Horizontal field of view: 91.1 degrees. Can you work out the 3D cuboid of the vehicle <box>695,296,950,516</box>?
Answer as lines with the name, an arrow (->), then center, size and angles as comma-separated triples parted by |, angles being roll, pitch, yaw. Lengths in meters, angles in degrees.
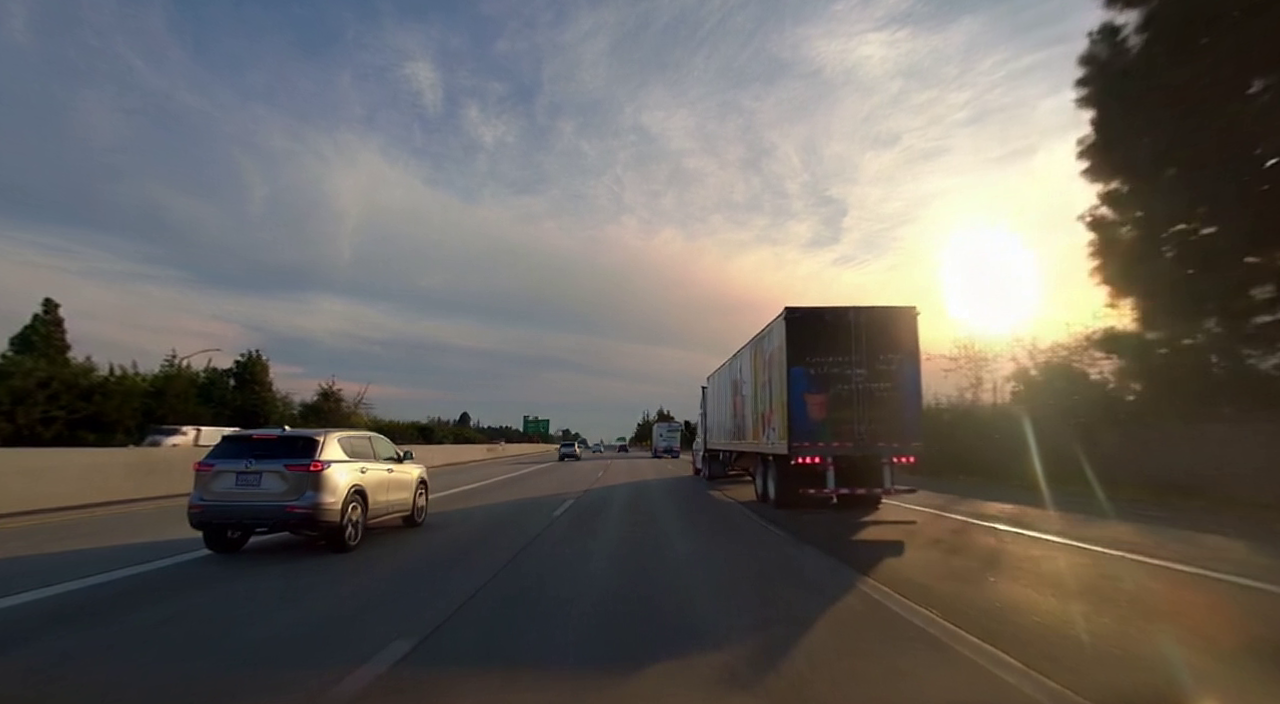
vehicle -> 3.885, 1.983, 18.370 | 2.933, 4.016, 13.949 | 0, -9, -1

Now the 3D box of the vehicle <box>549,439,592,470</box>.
vehicle -> -4.141, 6.213, 38.308 | 2.139, 1.716, 4.530 | 0, -9, -1

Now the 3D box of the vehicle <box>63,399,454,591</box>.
vehicle -> -4.240, 1.682, 8.228 | 2.202, 1.760, 4.617 | 0, -9, 0
